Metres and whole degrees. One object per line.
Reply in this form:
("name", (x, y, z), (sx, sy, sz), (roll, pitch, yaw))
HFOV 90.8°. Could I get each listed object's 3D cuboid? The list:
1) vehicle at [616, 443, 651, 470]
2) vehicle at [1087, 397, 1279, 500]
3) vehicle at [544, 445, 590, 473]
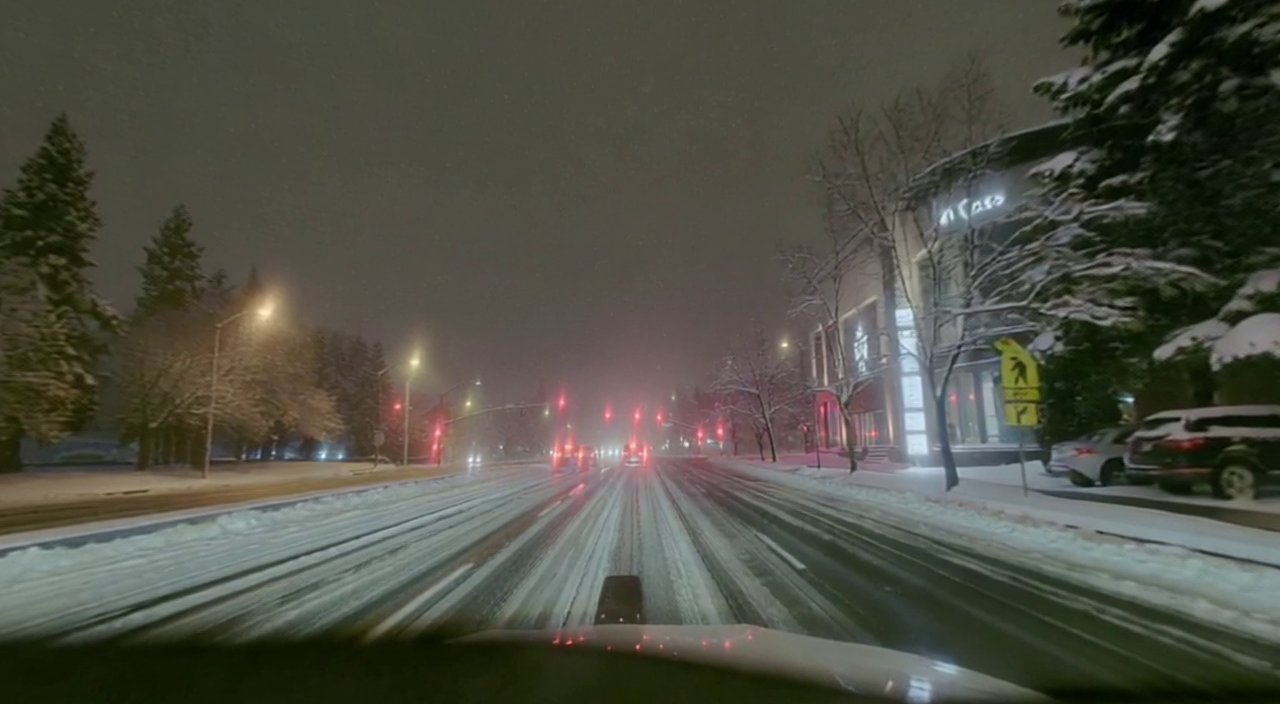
("vehicle", (-0.377, 6.409, 38.971), (2.042, 1.555, 3.912), (0, -9, 0))
("vehicle", (13.467, 2.023, 13.322), (6.063, 1.949, 2.531), (0, -9, 2))
("vehicle", (-3.998, 5.937, 35.279), (2.020, 1.457, 4.496), (0, -9, 1))
